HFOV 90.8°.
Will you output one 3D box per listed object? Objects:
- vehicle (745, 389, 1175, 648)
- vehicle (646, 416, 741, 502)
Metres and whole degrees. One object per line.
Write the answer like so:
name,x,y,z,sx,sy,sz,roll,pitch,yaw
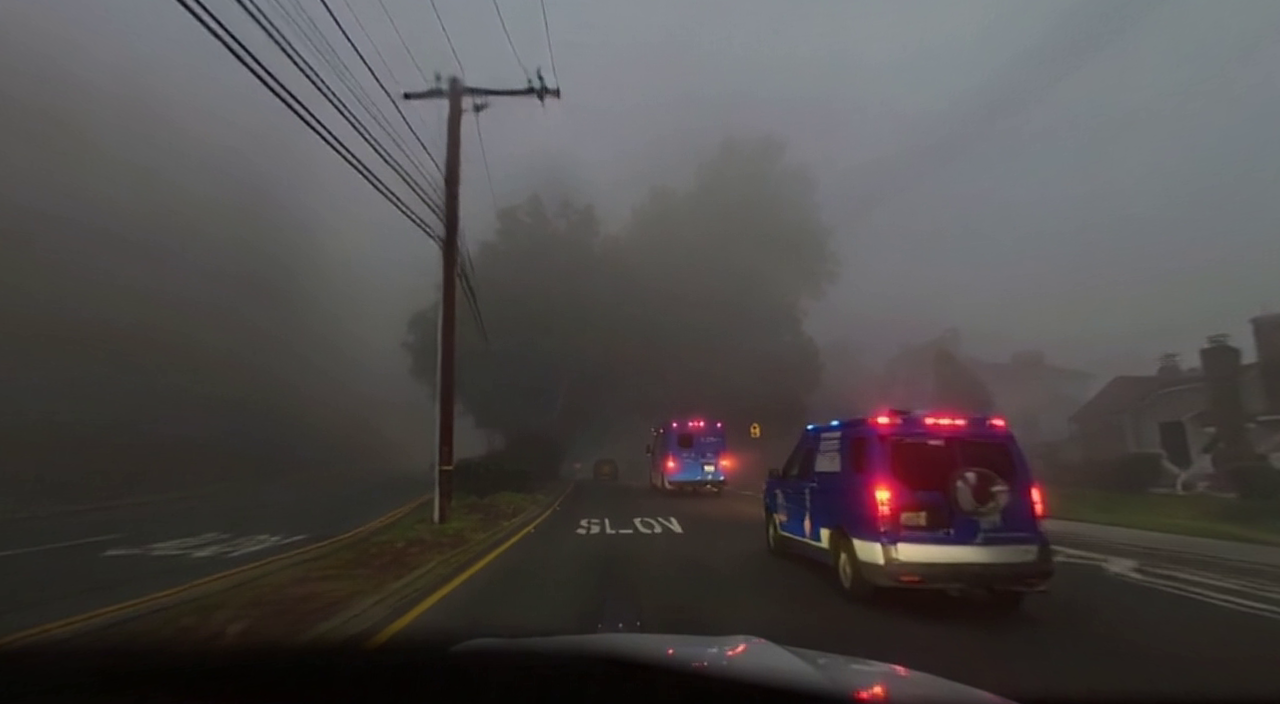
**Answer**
vehicle,2.843,1.604,7.266,2.194,1.922,4.822,0,-8,-3
vehicle,1.728,3.787,22.791,2.406,2.687,5.521,1,-9,-6
